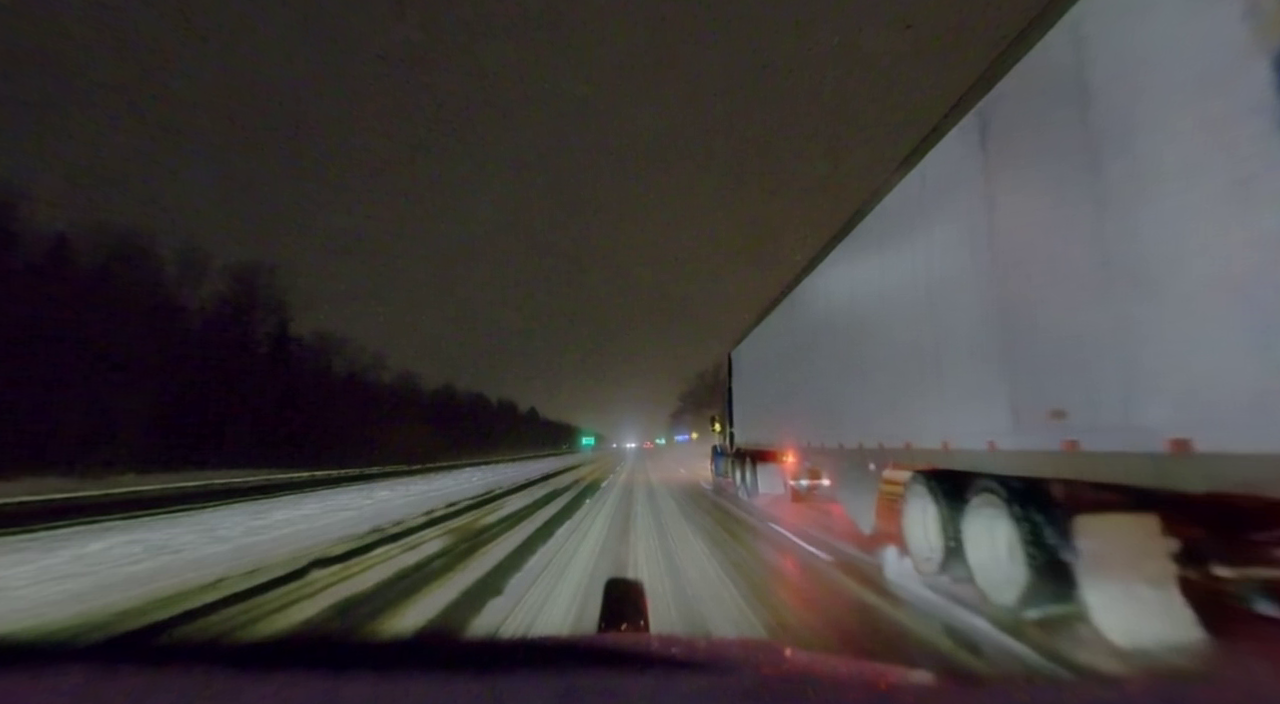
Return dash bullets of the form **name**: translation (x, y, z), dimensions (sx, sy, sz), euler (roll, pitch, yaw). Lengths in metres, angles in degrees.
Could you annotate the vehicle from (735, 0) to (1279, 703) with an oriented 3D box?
- **vehicle**: translation (3.974, 0.604, 9.288), dimensions (2.933, 4.100, 14.317), euler (0, -8, 0)
